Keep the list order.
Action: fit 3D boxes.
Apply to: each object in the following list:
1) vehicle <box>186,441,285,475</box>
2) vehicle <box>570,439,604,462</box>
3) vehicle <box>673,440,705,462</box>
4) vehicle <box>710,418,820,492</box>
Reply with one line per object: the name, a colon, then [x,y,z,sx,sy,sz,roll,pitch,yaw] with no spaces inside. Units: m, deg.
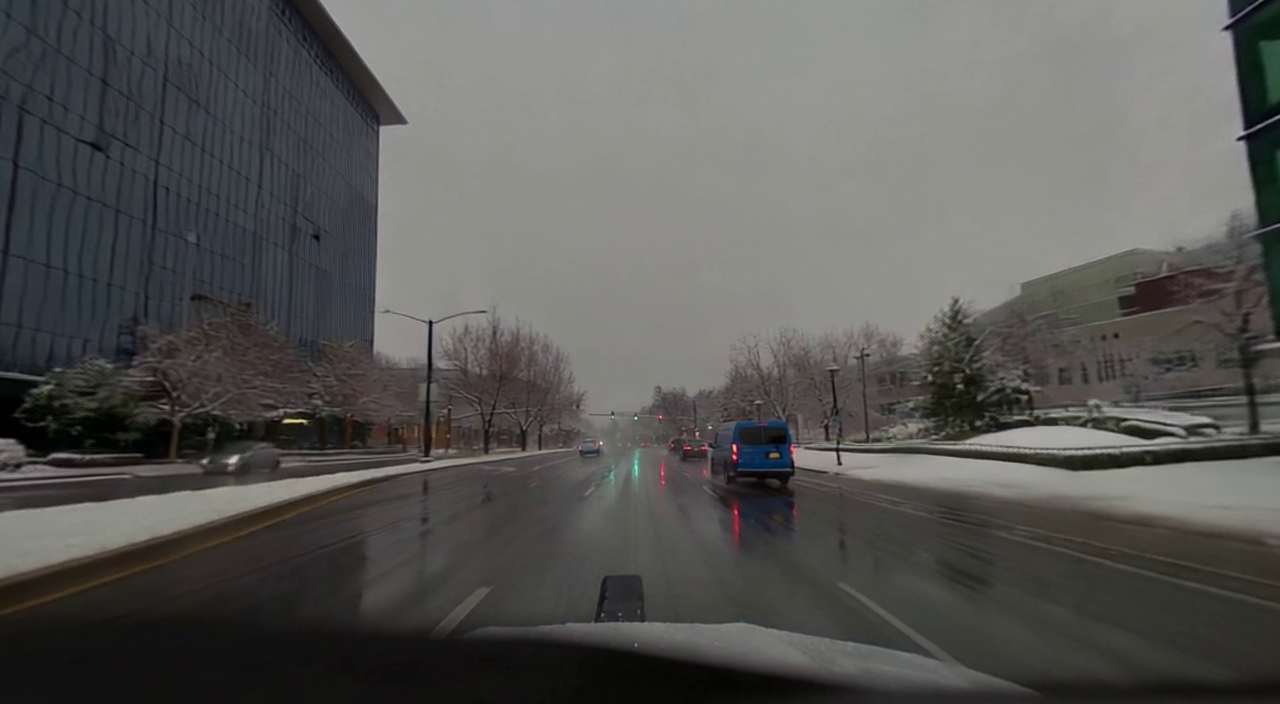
vehicle: [-19.909,5.224,31.250,1.836,1.512,4.493,0,-8,1]
vehicle: [-3.543,6.709,42.822,1.864,1.464,4.195,0,-9,1]
vehicle: [3.405,6.958,44.285,1.867,1.493,4.190,0,-9,-1]
vehicle: [3.558,3.070,19.067,2.200,1.914,5.145,0,-9,-1]
